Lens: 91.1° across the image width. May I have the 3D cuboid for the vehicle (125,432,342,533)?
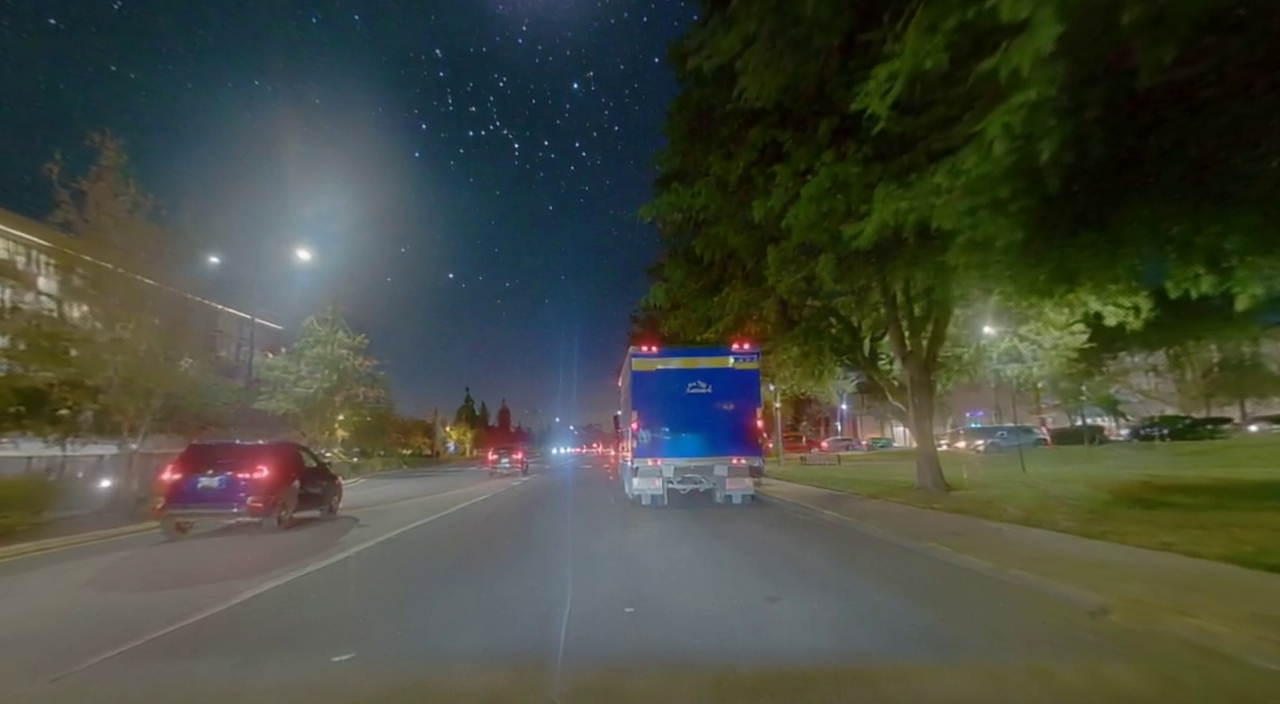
[{"bbox_3d":[-7.905,2.509,12.824,1.958,1.672,4.283,1,-8,-7],"label":"vehicle"}]

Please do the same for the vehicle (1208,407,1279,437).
[{"bbox_3d":[38.578,4.364,38.785,1.858,1.687,5.044,0,-9,-6],"label":"vehicle"}]

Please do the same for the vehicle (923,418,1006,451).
[{"bbox_3d":[18.934,4.900,36.871,1.880,1.804,4.679,1,-9,-8],"label":"vehicle"}]

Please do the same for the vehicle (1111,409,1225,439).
[{"bbox_3d":[32.416,4.520,38.836,2.039,1.714,5.431,1,-8,-5],"label":"vehicle"}]

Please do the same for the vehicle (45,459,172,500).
[{"bbox_3d":[-25.885,6.206,30.861,2.180,1.681,4.770,0,-8,-3],"label":"vehicle"}]

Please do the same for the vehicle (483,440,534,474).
[{"bbox_3d":[-7.416,5.931,35.824,2.095,1.759,4.433,0,-8,-2],"label":"vehicle"}]

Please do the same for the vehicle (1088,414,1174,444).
[{"bbox_3d":[29.476,4.685,37.831,1.827,1.498,3.785,-5,-8,-6],"label":"vehicle"}]

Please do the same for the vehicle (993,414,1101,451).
[{"bbox_3d":[24.233,4.893,37.739,2.220,1.981,5.827,3,-8,-5],"label":"vehicle"}]

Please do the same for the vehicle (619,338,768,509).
[{"bbox_3d":[1.010,2.132,17.913,2.905,3.644,8.807,1,-8,-4],"label":"vehicle"}]
